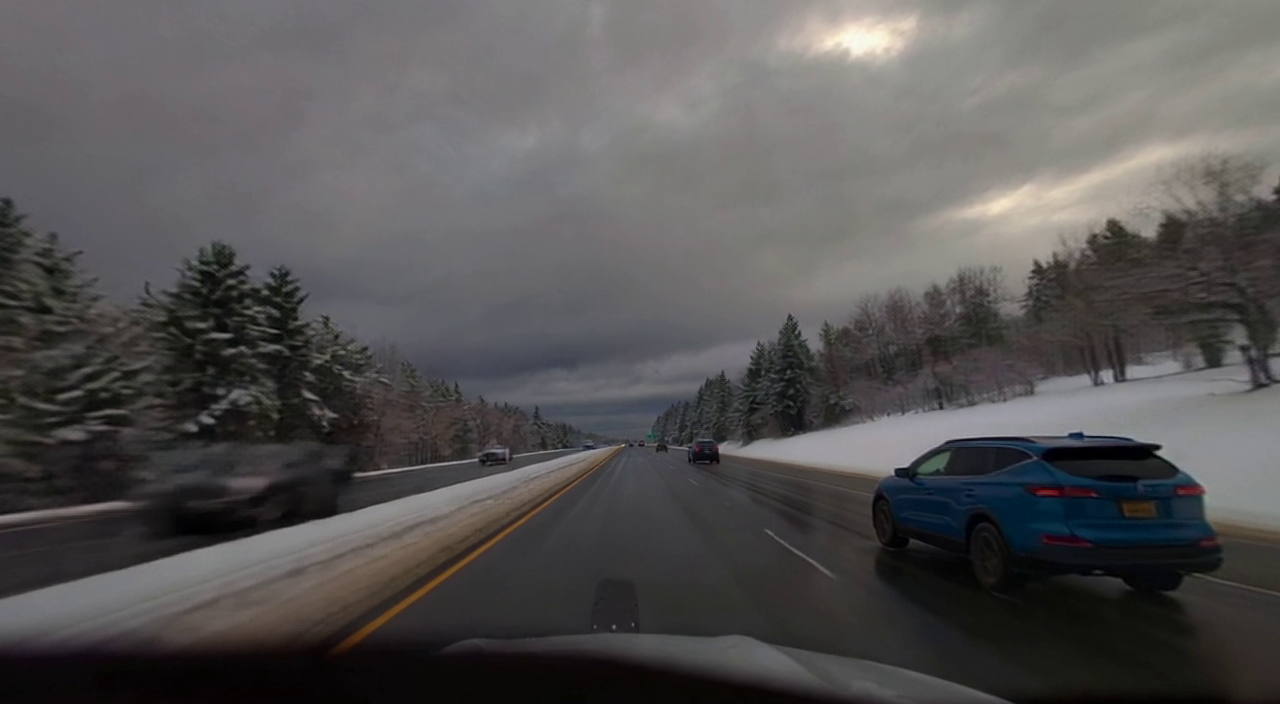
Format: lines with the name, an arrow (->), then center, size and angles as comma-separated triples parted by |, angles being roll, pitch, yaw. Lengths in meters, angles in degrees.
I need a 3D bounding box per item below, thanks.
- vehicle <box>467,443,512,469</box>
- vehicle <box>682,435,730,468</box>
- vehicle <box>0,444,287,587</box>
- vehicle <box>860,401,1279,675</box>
vehicle -> -11.263, 7.791, 47.526 | 2.323, 1.799, 4.546 | 0, -8, 0
vehicle -> 3.500, 5.383, 34.319 | 2.043, 1.673, 4.016 | 0, -8, -2
vehicle -> -7.423, 2.130, 9.173 | 1.993, 1.508, 4.492 | 0, -8, -1
vehicle -> 3.802, 1.331, 5.692 | 1.999, 1.501, 4.221 | 0, -8, -1
